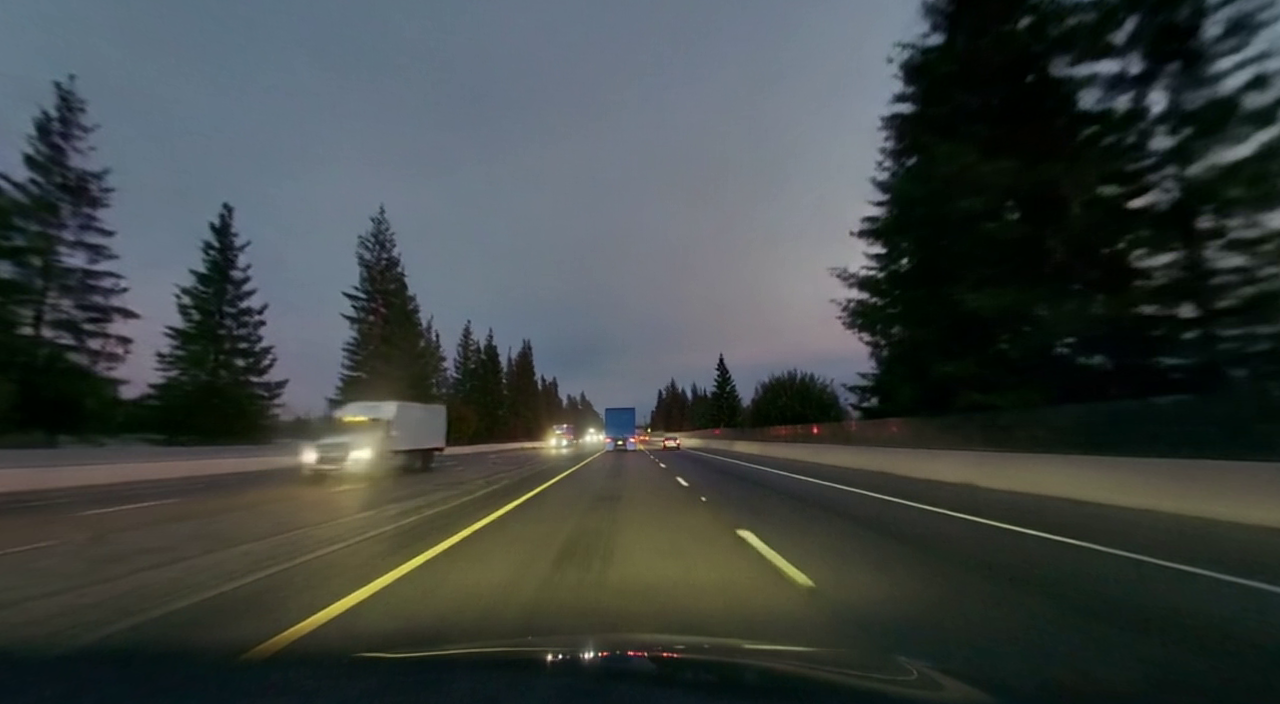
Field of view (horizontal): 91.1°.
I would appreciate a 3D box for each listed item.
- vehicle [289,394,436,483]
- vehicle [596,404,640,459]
[{"bbox_3d":[-9.819,3.152,23.106,2.568,2.809,6.308,0,-8,-1],"label":"vehicle"},{"bbox_3d":[-1.391,4.980,39.203,2.450,3.098,6.965,0,-8,-2],"label":"vehicle"}]
